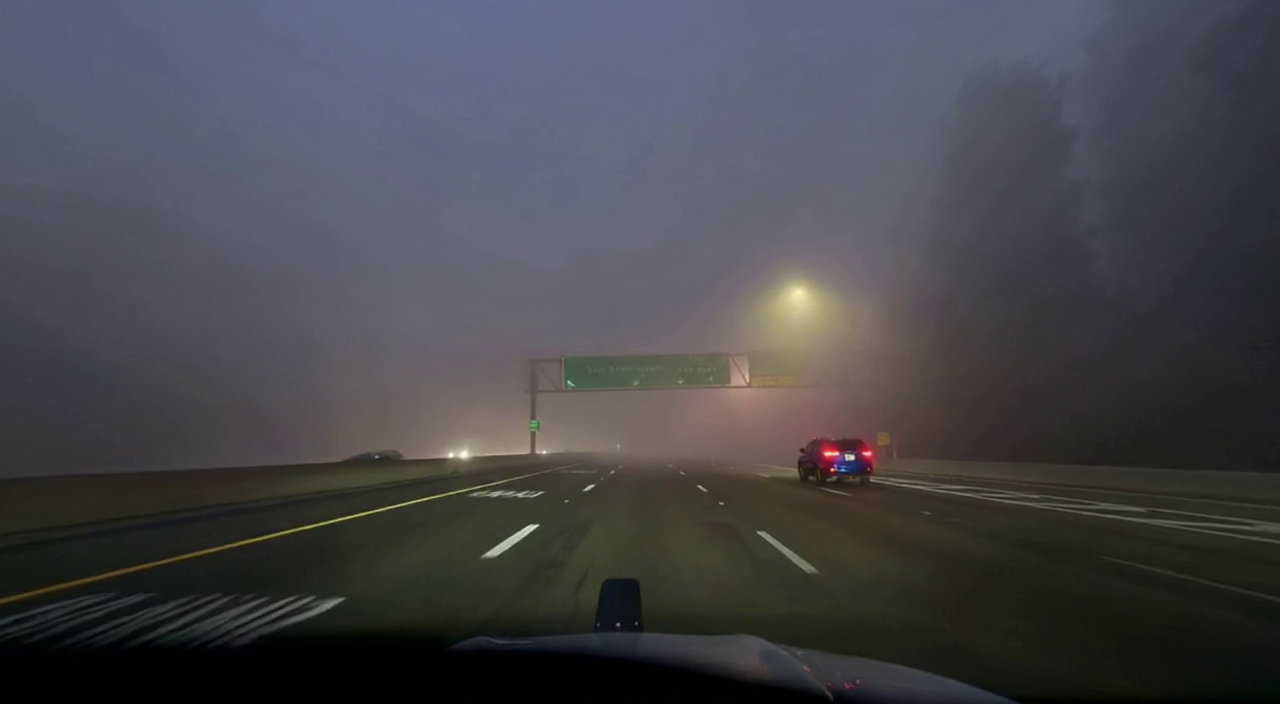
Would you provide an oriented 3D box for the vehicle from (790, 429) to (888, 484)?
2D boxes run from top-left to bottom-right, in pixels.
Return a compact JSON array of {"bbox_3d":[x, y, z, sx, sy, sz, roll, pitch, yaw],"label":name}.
[{"bbox_3d":[7.535,4.009,24.449,2.222,1.899,4.595,0,-9,-1],"label":"vehicle"}]

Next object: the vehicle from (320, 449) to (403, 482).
[{"bbox_3d":[-13.514,5.537,31.012,1.896,1.470,4.544,0,-9,2],"label":"vehicle"}]
